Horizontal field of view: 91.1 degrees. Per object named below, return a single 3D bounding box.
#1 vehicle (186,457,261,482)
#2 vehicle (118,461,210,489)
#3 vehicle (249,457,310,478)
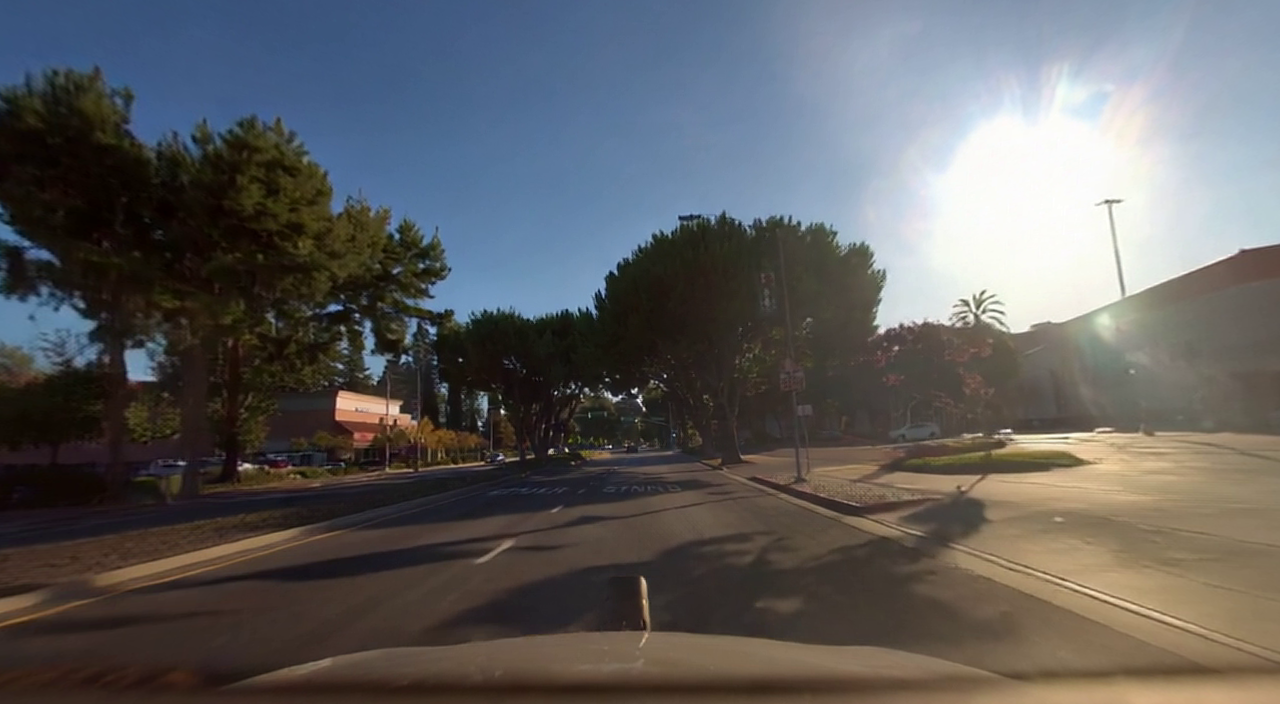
[{"bbox_3d":[-28.169,7.943,42.539,3.664,1.564,2.023,0,-9,1],"label":"vehicle"},{"bbox_3d":[-27.658,7.121,36.553,3.797,1.527,1.830,0,-9,0],"label":"vehicle"},{"bbox_3d":[-27.510,8.825,47.939,3.592,1.501,1.697,0,-9,2],"label":"vehicle"}]
